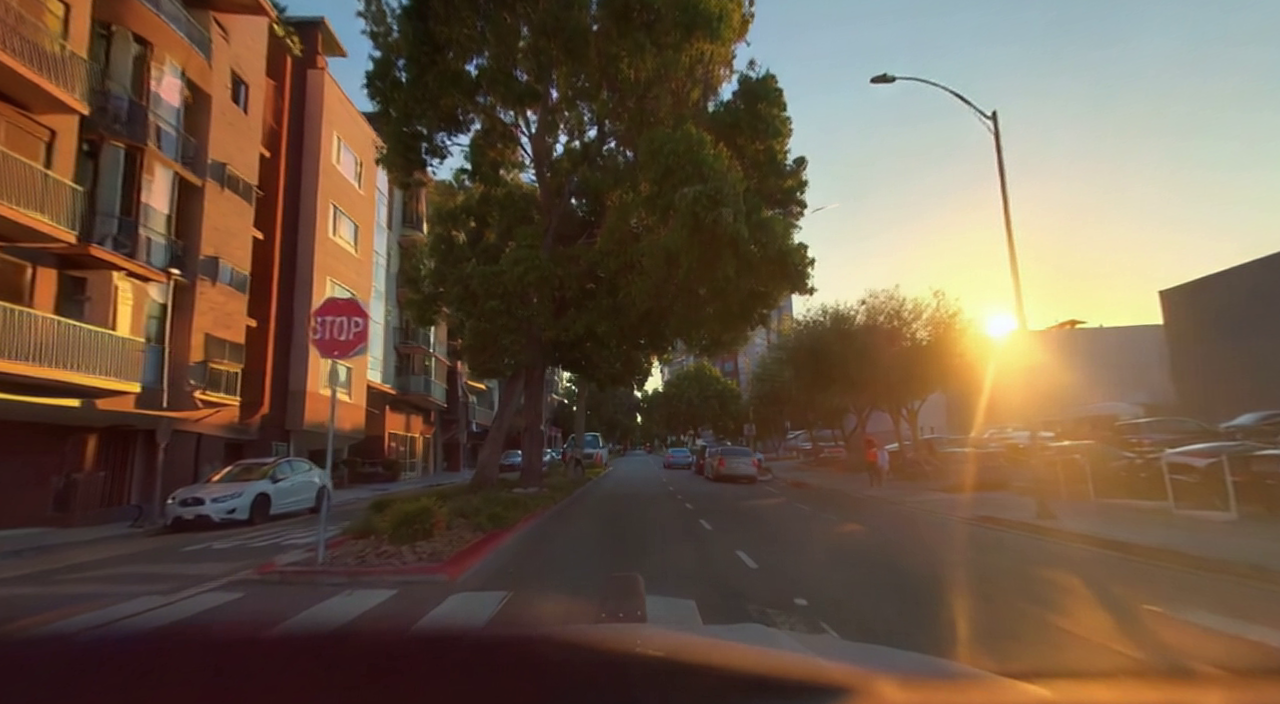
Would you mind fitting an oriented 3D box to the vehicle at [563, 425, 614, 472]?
[{"bbox_3d":[-2.983,5.841,38.463,2.317,2.596,6.053,0,-8,3],"label":"vehicle"}]

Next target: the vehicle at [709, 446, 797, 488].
[{"bbox_3d":[4.590,4.512,25.239,1.858,1.491,4.329,-6,-10,33],"label":"vehicle"}]

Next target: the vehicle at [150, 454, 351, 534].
[{"bbox_3d":[-8.771,3.187,14.804,2.007,1.503,4.343,0,-8,-1],"label":"vehicle"}]

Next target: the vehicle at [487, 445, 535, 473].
[{"bbox_3d":[-8.853,7.371,43.763,2.256,1.802,4.333,0,-8,1],"label":"vehicle"}]
